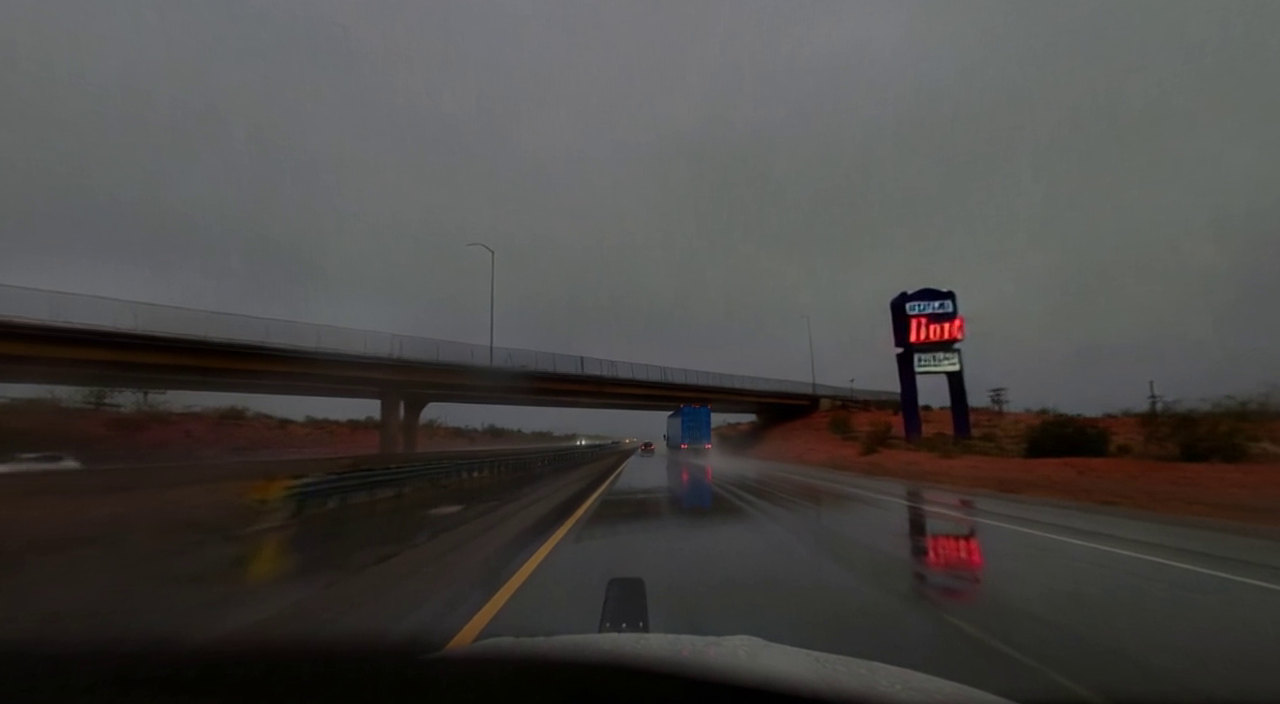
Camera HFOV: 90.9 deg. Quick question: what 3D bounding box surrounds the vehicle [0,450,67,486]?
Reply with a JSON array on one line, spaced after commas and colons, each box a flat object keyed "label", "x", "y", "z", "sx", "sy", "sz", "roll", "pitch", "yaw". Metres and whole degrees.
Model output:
[{"label": "vehicle", "x": -32.424, "y": 5.868, "z": 32.029, "sx": 2.021, "sy": 1.732, "sz": 4.793, "roll": 0, "pitch": -8, "yaw": 1}]
